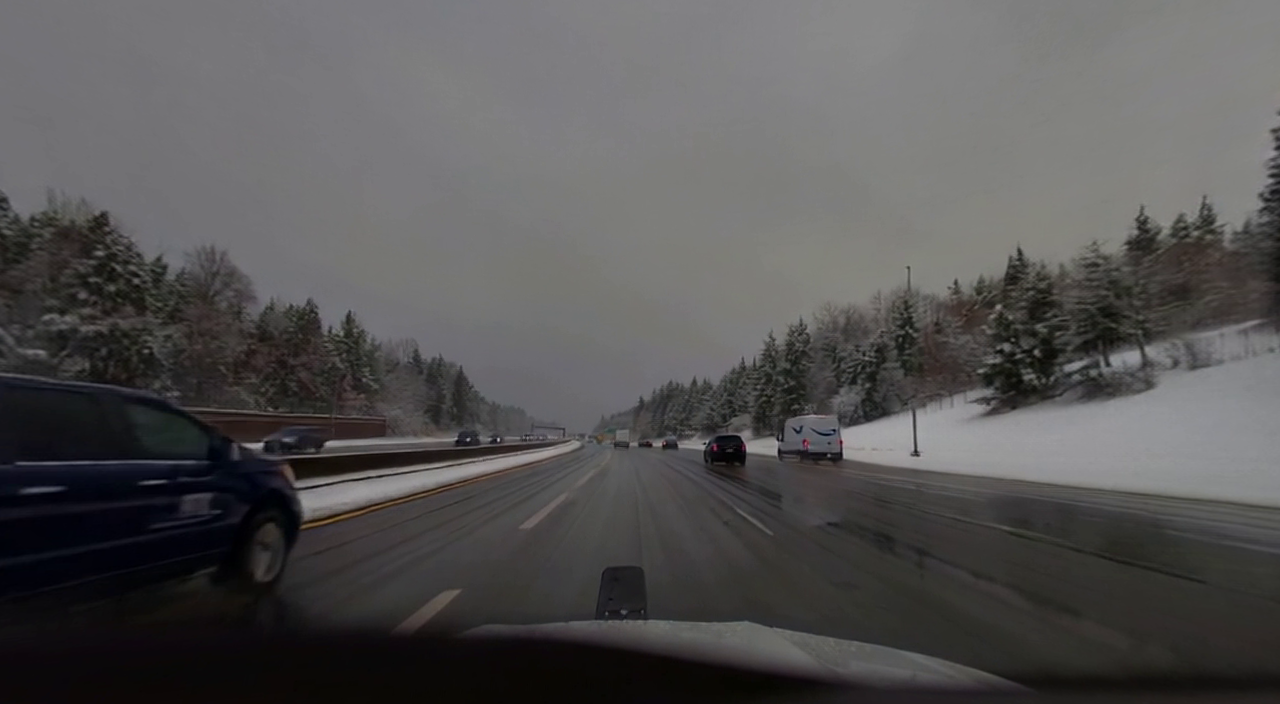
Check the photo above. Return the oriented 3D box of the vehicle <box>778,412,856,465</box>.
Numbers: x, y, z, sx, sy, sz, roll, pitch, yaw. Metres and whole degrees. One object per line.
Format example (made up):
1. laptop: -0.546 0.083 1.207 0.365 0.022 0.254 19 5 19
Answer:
1. vehicle: 10.162 5.077 36.947 2.274 2.802 6.802 0 -8 -3

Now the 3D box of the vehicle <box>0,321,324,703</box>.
1. vehicle: -4.273 0.805 3.055 2.331 1.884 5.787 -1 -8 2

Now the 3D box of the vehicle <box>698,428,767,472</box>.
1. vehicle: 3.847 4.167 26.977 2.141 1.732 4.279 0 -8 -2
